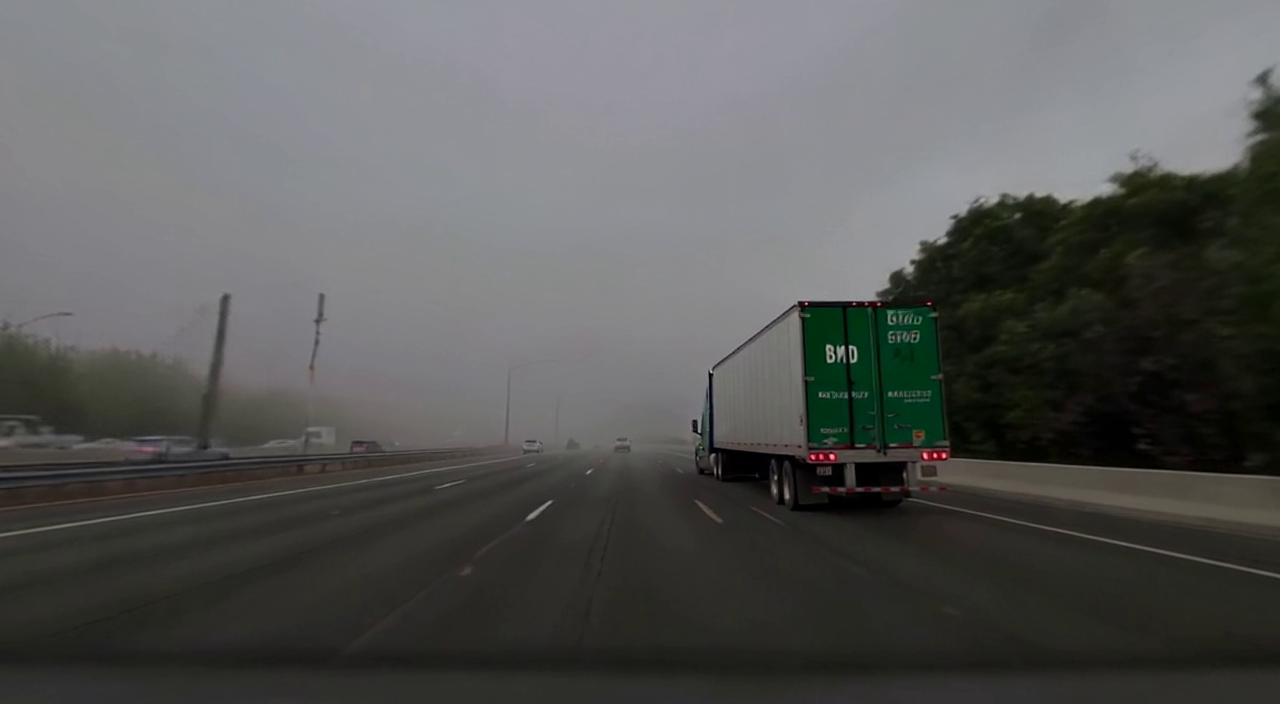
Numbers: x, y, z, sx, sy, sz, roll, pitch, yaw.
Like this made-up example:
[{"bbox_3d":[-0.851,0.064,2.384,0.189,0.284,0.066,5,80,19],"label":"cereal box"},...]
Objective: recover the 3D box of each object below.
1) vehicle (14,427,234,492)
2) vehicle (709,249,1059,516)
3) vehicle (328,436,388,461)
[{"bbox_3d":[-14.731,3.111,18.610,1.970,1.618,5.364,0,-8,0],"label":"vehicle"},{"bbox_3d":[4.361,1.486,16.777,2.891,3.944,15.051,0,-8,-2],"label":"vehicle"},{"bbox_3d":[-18.473,6.362,41.580,1.913,1.540,4.540,0,-8,-1],"label":"vehicle"}]
